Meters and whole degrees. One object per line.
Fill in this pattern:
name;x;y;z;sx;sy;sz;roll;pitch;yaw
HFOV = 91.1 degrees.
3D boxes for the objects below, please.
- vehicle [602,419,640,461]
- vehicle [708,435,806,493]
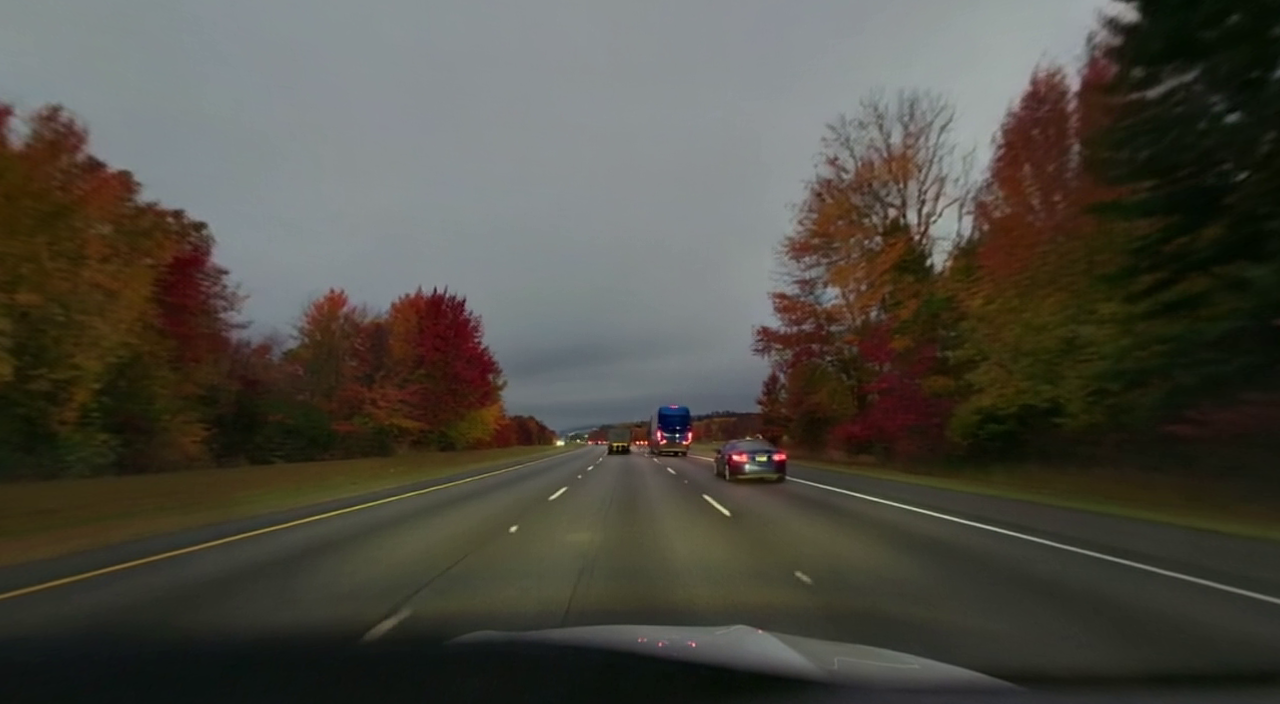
vehicle;-1.236;5.947;42.476;2.389;2.637;5.437;0;-8;-1
vehicle;3.331;3.238;18.776;1.962;1.508;4.363;0;-8;-2
